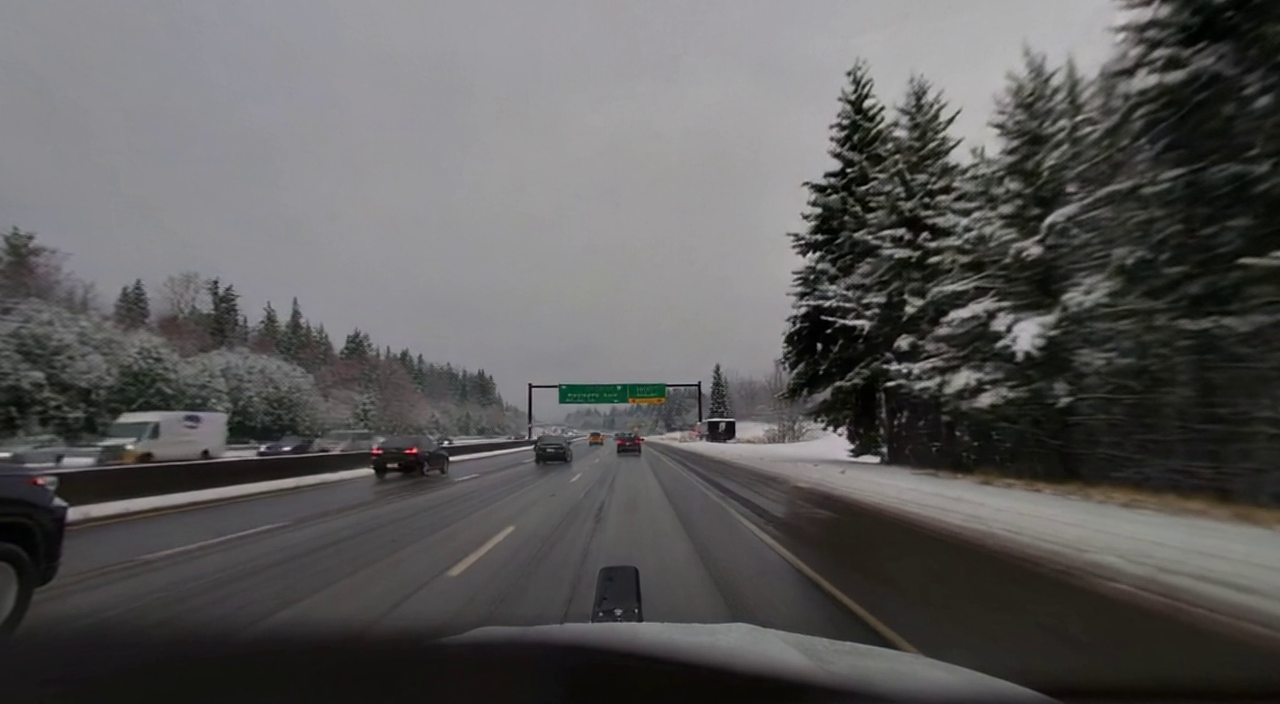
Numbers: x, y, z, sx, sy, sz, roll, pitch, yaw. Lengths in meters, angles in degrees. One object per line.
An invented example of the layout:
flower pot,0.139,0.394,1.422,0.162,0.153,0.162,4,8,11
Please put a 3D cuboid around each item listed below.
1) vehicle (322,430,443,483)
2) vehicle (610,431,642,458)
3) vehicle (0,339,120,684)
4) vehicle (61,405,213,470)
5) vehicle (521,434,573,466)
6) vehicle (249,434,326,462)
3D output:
vehicle,-8.335,3.393,20.929,1.953,1.524,4.863,0,-8,0
vehicle,-0.867,5.912,40.353,2.002,1.611,3.778,0,-8,0
vehicle,-4.378,0.652,1.833,1.971,1.822,4.366,0,-8,-1
vehicle,-24.784,4.266,31.460,2.450,2.899,6.156,0,-8,-1
vehicle,-4.440,4.713,30.548,1.909,1.445,4.087,0,-8,0
vehicle,-20.249,5.526,36.342,1.847,1.499,4.499,0,-8,1
